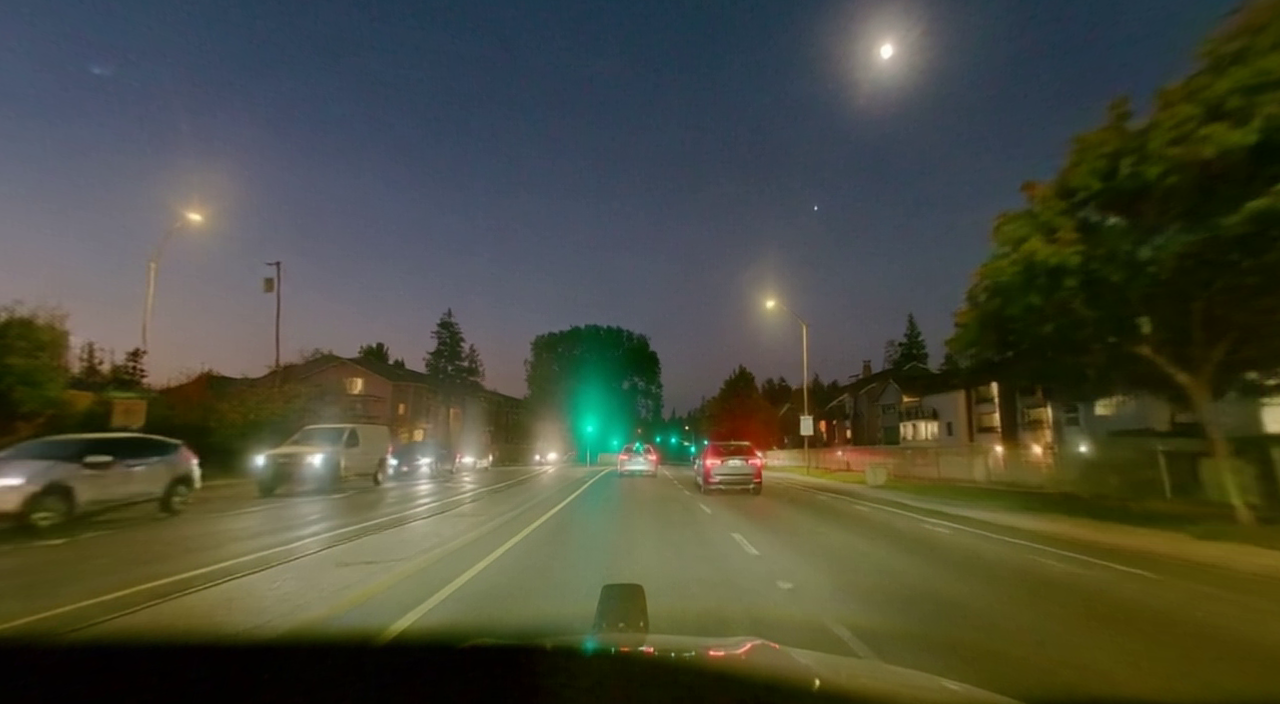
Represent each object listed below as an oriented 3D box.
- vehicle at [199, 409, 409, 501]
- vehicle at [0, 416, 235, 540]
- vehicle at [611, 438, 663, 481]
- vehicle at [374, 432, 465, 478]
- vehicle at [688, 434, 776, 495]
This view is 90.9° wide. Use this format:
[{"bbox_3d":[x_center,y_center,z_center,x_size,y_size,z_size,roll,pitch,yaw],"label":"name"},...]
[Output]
[{"bbox_3d":[-9.094,2.913,18.188,2.037,2.113,7.185,0,-9,1],"label":"vehicle"},{"bbox_3d":[-9.339,2.041,10.761,1.988,1.663,4.316,0,-9,-1],"label":"vehicle"},{"bbox_3d":[-0.156,4.876,28.857,2.185,1.822,4.391,0,-9,-1],"label":"vehicle"},{"bbox_3d":[-9.155,4.343,26.753,1.893,1.735,5.318,0,-9,0],"label":"vehicle"},{"bbox_3d":[2.914,3.673,20.970,2.166,1.799,4.372,0,-9,-1],"label":"vehicle"}]
